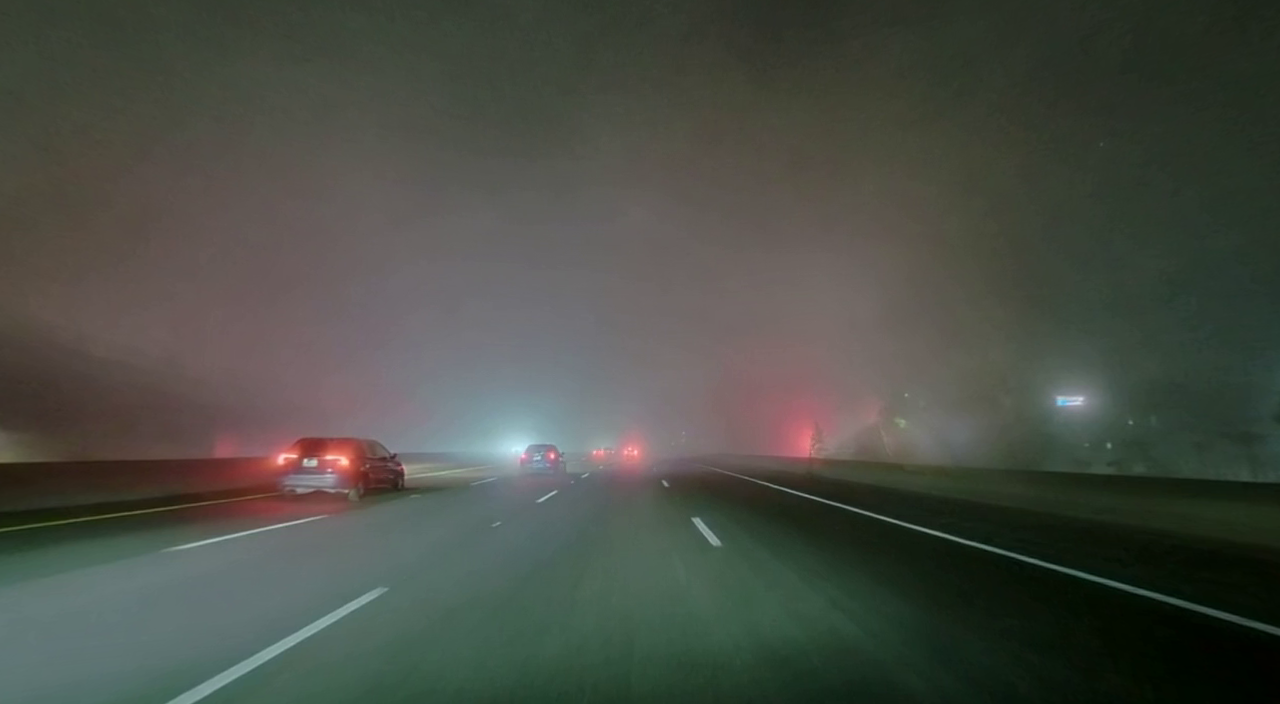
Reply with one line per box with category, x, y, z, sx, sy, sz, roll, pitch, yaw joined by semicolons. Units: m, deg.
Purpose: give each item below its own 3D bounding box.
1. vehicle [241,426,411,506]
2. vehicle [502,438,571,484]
vehicle;-8.152;3.004;17.110;2.040;1.824;4.917;0;-9;0
vehicle;-4.113;4.400;25.781;2.075;1.702;4.257;0;-9;0
